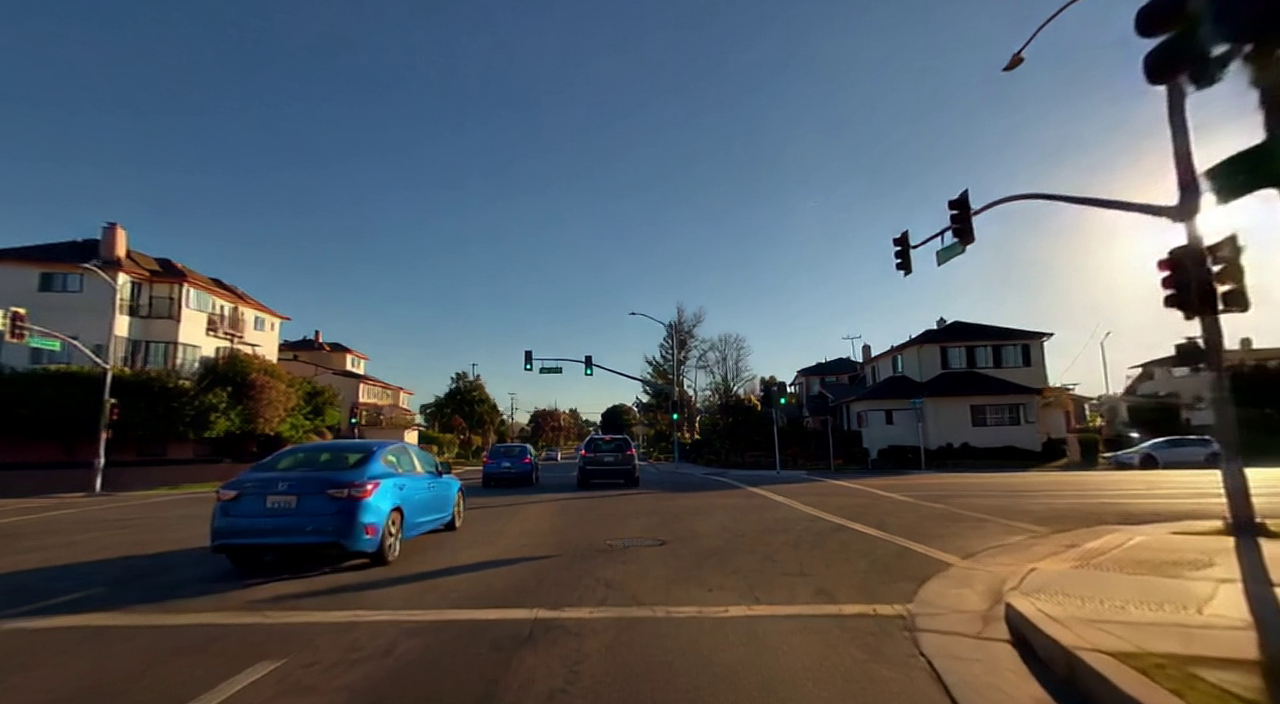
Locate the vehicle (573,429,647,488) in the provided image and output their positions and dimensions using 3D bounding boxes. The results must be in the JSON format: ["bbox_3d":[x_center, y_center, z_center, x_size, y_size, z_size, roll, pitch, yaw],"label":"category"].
[{"bbox_3d":[-1.076,3.774,22.829,2.396,1.881,4.606,0,-8,-2],"label":"vehicle"}]

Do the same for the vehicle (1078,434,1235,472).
[{"bbox_3d":[20.414,4.003,25.164,4.353,1.431,1.876,-2,-8,12],"label":"vehicle"}]

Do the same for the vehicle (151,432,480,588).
[{"bbox_3d":[-3.760,1.879,8.572,1.977,1.488,4.741,0,-8,0],"label":"vehicle"}]

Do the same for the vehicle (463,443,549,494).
[{"bbox_3d":[-4.206,3.698,20.566,1.934,1.459,4.368,0,-8,-1],"label":"vehicle"}]

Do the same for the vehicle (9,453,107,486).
[{"bbox_3d":[-32.614,6.565,35.575,2.113,1.603,4.222,2,-8,-13],"label":"vehicle"}]
